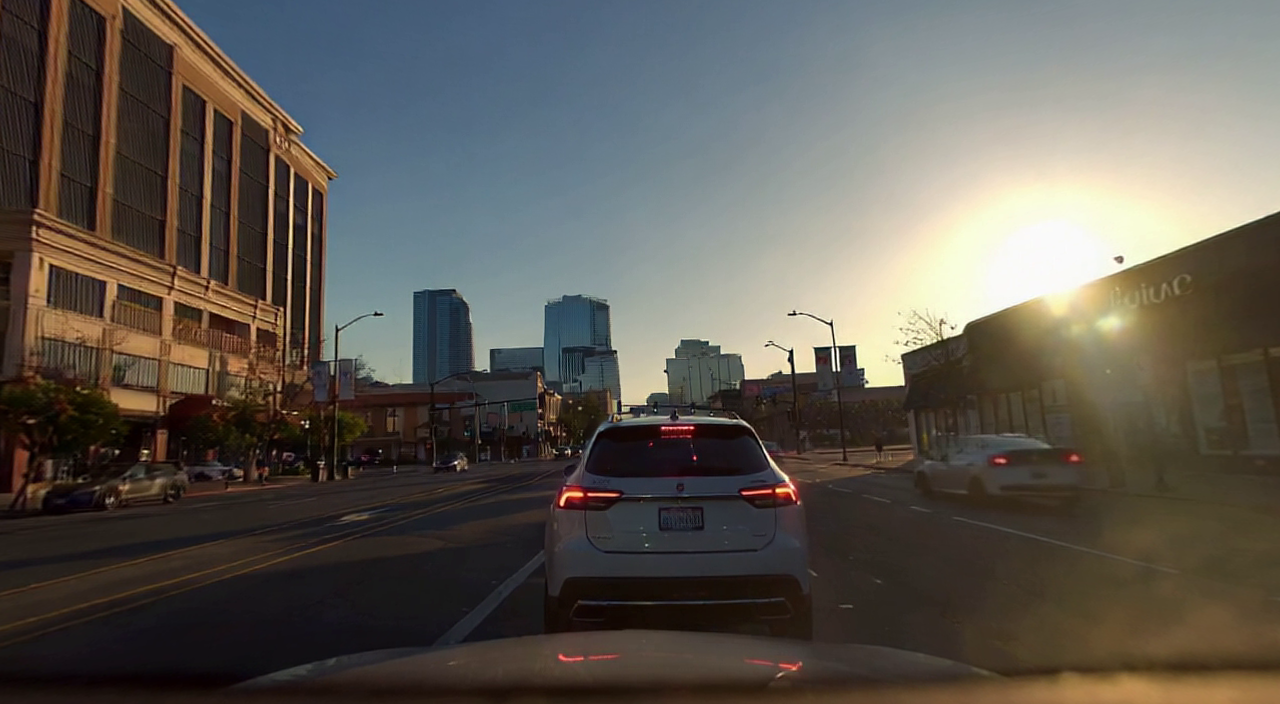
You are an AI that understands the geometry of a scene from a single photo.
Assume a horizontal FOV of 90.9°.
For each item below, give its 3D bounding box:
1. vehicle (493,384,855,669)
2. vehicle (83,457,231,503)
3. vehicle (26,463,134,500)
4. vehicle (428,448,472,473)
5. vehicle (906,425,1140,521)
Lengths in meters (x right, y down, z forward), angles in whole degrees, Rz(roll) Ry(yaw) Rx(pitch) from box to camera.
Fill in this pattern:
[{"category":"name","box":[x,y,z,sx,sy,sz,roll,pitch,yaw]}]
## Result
[{"category":"vehicle","box":[0.201,1.311,5.735,2.125,1.669,3.880,0,-8,0]},{"category":"vehicle","box":[-20.201,5.286,26.510,4.608,1.659,1.981,8,-12,-44]},{"category":"vehicle","box":[-28.640,6.622,32.431,2.018,1.716,4.042,-1,-10,-5]},{"category":"vehicle","box":[-13.897,7.908,46.260,1.965,1.695,4.284,0,-8,-1]},{"category":"vehicle","box":[6.973,2.237,12.141,1.900,1.507,4.151,0,-8,0]}]
